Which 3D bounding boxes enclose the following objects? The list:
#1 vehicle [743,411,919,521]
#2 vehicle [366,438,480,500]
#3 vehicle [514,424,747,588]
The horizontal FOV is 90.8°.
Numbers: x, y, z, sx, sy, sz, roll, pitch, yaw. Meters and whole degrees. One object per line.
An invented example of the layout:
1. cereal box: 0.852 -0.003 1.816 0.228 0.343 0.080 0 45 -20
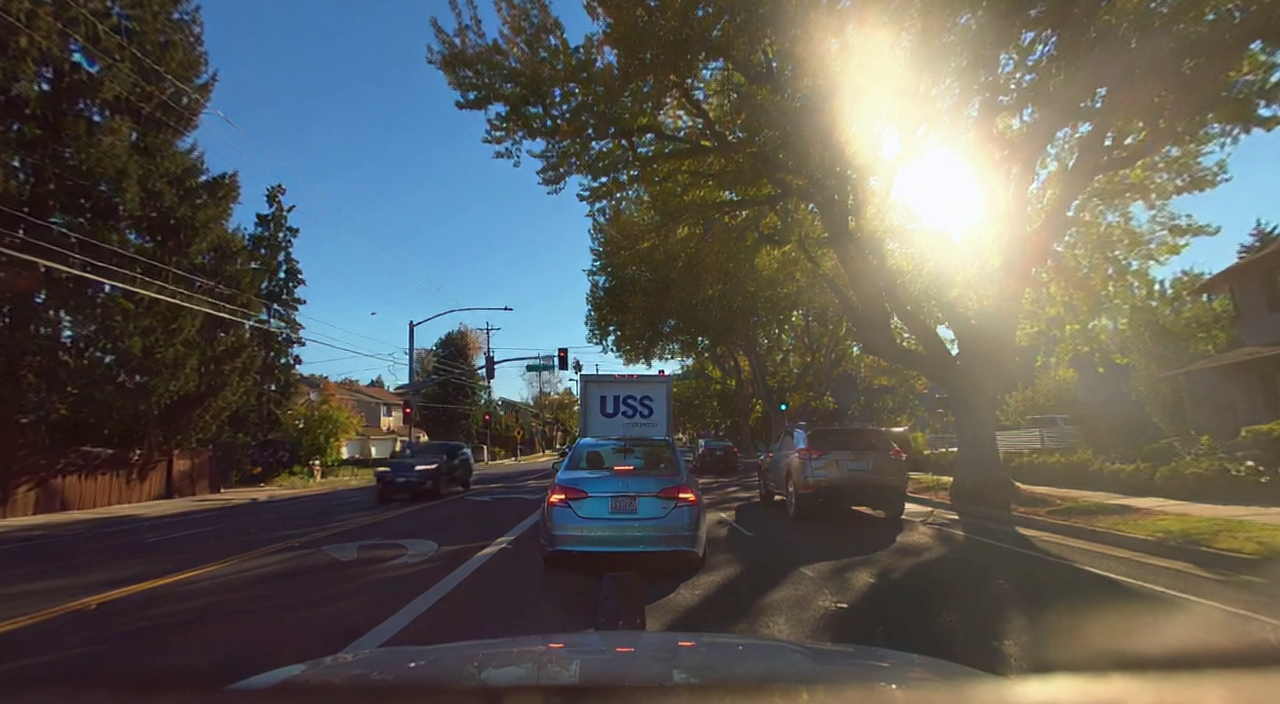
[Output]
1. vehicle: 3.600 2.260 12.985 2.145 1.847 4.524 0 -8 -1
2. vehicle: -6.355 3.457 19.078 1.962 1.640 4.161 0 -8 0
3. vehicle: -0.139 1.730 7.978 2.135 1.483 4.207 0 -8 -2
